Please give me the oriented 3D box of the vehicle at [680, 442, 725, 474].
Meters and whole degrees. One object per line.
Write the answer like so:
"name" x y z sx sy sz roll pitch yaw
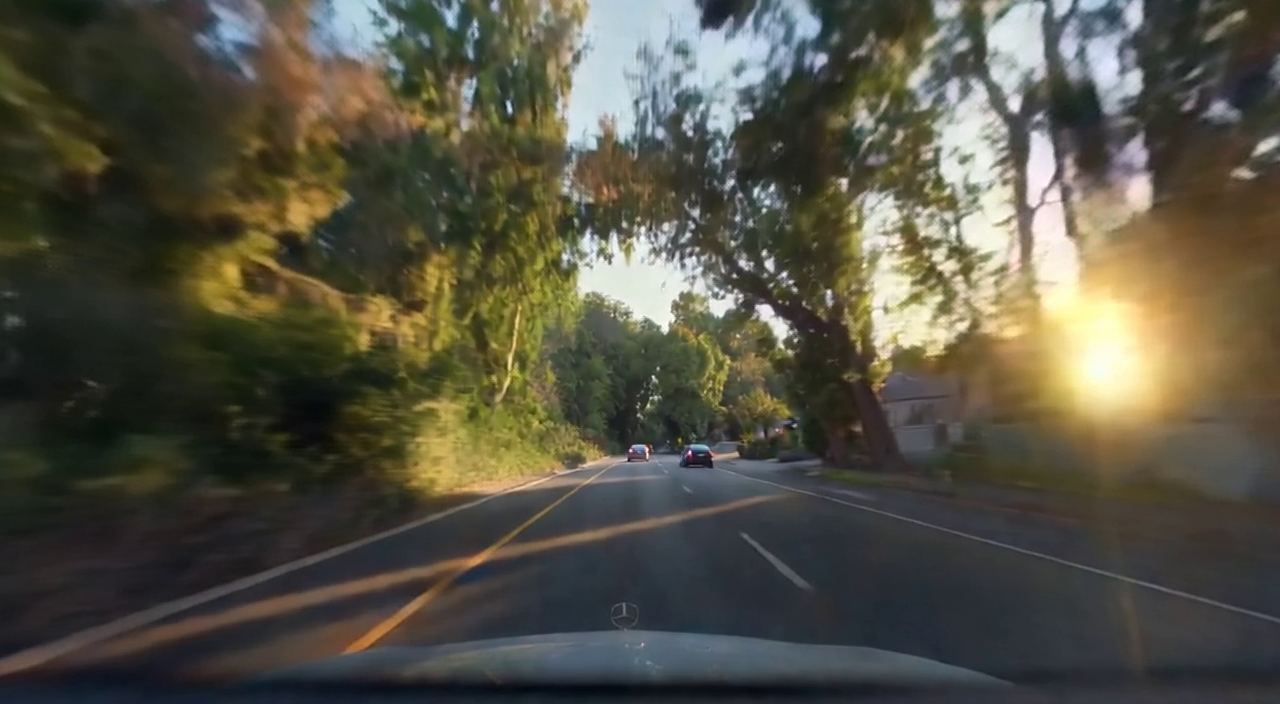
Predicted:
"vehicle" 3.369 5.781 34.760 1.888 1.640 4.044 0 -9 -2
